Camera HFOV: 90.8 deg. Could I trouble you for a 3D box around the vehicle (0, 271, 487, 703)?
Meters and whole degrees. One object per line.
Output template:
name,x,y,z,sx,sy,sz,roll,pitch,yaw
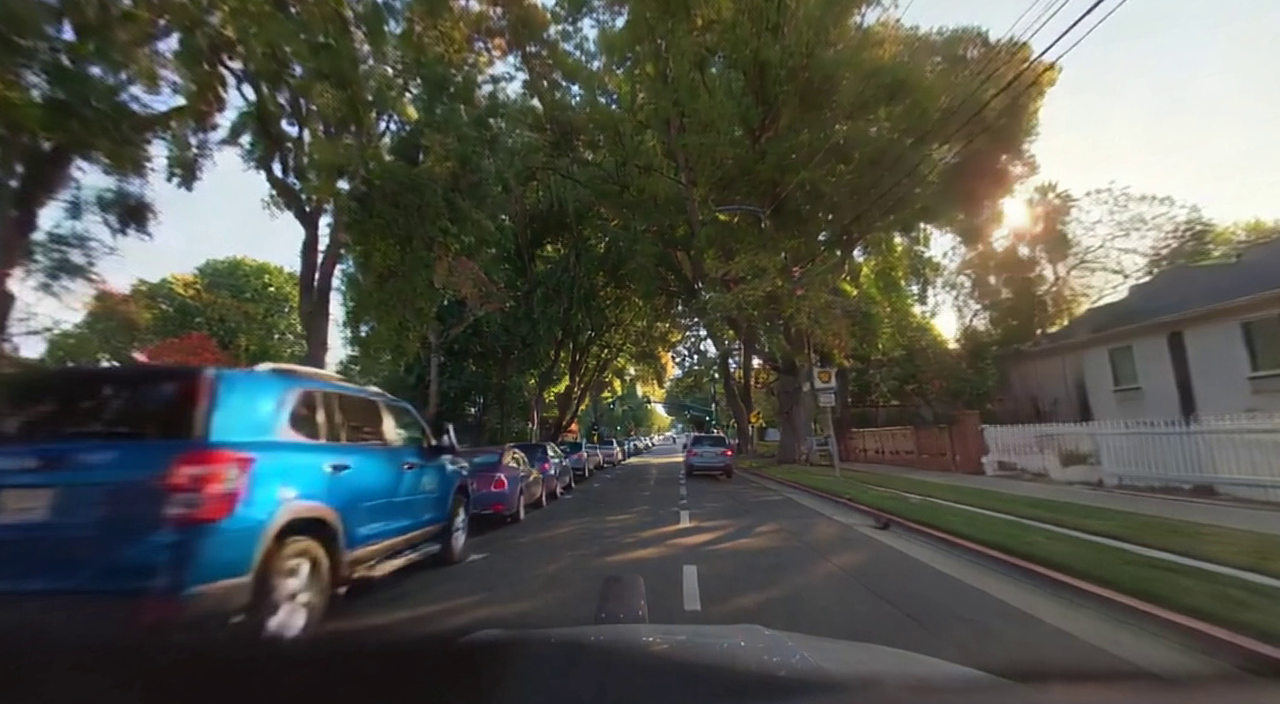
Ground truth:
vehicle,-3.172,1.043,5.271,2.405,2.058,5.193,0,-9,1

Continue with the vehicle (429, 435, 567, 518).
vehicle,-2.783,2.540,13.370,1.807,1.475,3.952,-1,-9,3

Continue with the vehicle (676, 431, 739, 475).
vehicle,2.707,4.191,26.380,2.258,1.682,4.635,0,-9,2
